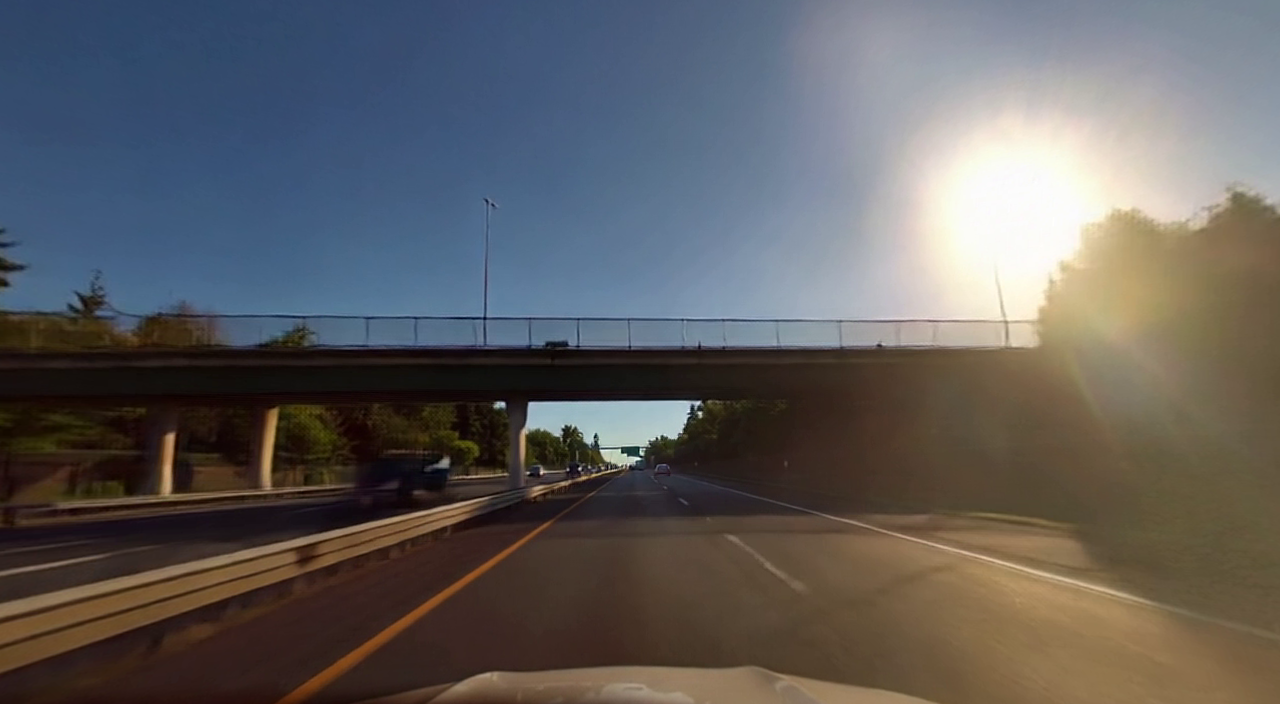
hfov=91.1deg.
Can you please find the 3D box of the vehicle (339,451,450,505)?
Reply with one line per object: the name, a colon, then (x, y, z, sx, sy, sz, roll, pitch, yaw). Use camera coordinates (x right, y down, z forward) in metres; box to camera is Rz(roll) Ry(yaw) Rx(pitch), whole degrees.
vehicle: (-9.204, 4.778, 24.088, 2.150, 1.806, 5.014, 1, -10, 1)
